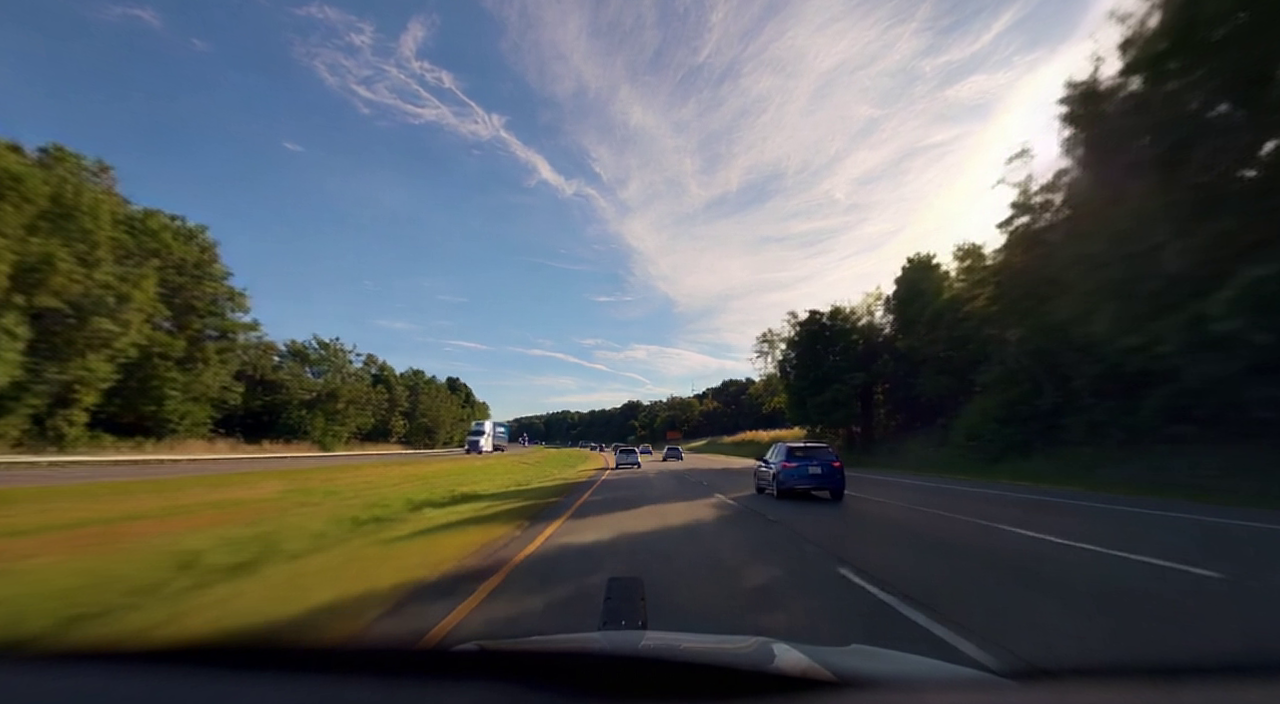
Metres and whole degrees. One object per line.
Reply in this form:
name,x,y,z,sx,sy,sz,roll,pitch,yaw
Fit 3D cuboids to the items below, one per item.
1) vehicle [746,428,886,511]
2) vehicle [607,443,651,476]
vehicle,3.819,2.644,14.491,2.013,1.623,3.916,0,-9,-1
vehicle,-0.575,5.274,31.074,2.050,1.534,3.771,0,-9,-2
